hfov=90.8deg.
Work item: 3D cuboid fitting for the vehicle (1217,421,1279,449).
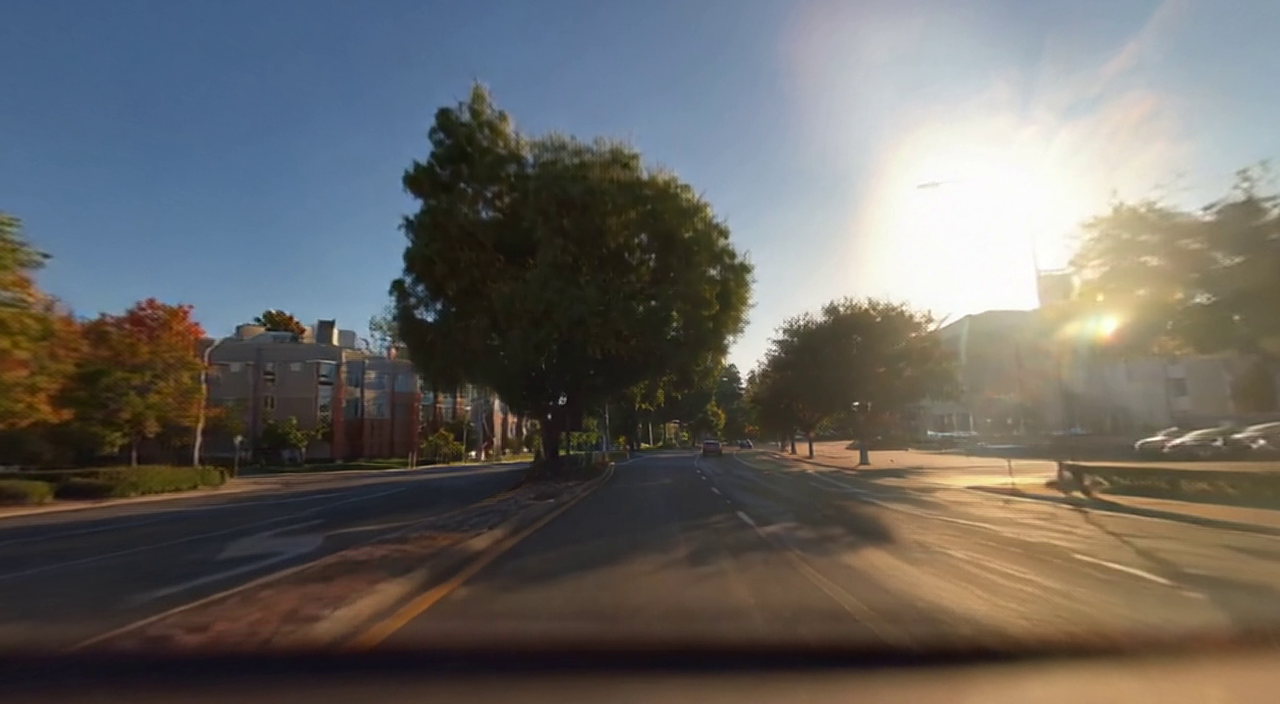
[{"bbox_3d":[34.523,4.615,35.164,3.644,1.465,1.635,0,-9,-14],"label":"vehicle"}]

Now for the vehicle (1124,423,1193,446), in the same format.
[{"bbox_3d":[32.666,5.216,39.823,3.328,1.385,1.570,1,-9,-15],"label":"vehicle"}]
